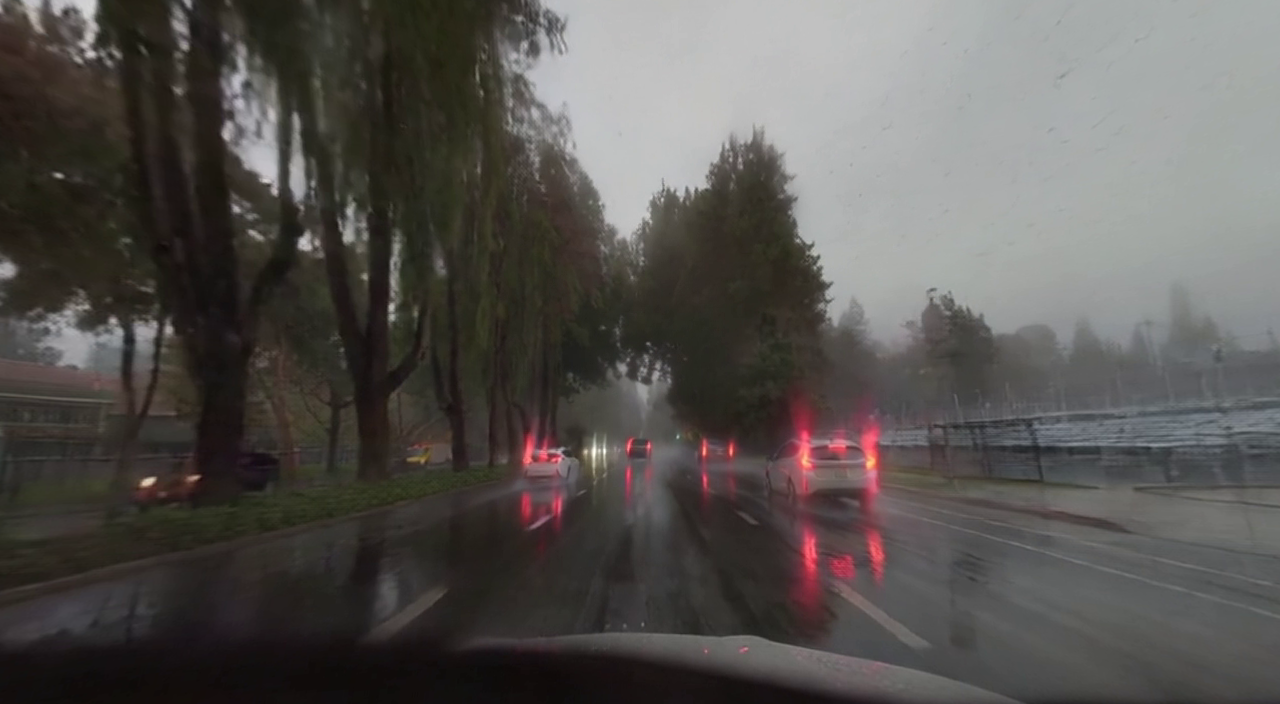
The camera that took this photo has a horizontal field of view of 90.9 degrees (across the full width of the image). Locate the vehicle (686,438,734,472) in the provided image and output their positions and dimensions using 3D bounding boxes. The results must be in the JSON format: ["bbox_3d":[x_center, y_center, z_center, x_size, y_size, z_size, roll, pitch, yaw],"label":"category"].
[{"bbox_3d":[3.735,5.549,34.255,1.980,1.709,4.367,0,-8,-1],"label":"vehicle"}]

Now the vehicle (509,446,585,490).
[{"bbox_3d":[-3.107,3.947,21.832,2.013,1.354,3.908,0,-8,0],"label":"vehicle"}]

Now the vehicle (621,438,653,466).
[{"bbox_3d":[-0.231,7.269,46.032,2.247,1.882,4.603,0,-8,-1],"label":"vehicle"}]

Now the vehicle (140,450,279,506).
[{"bbox_3d":[-16.449,4.791,24.476,2.011,1.892,4.711,0,-8,0],"label":"vehicle"}]

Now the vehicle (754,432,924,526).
[{"bbox_3d":[3.578,2.353,12.271,1.919,1.502,4.232,0,-8,0],"label":"vehicle"}]
